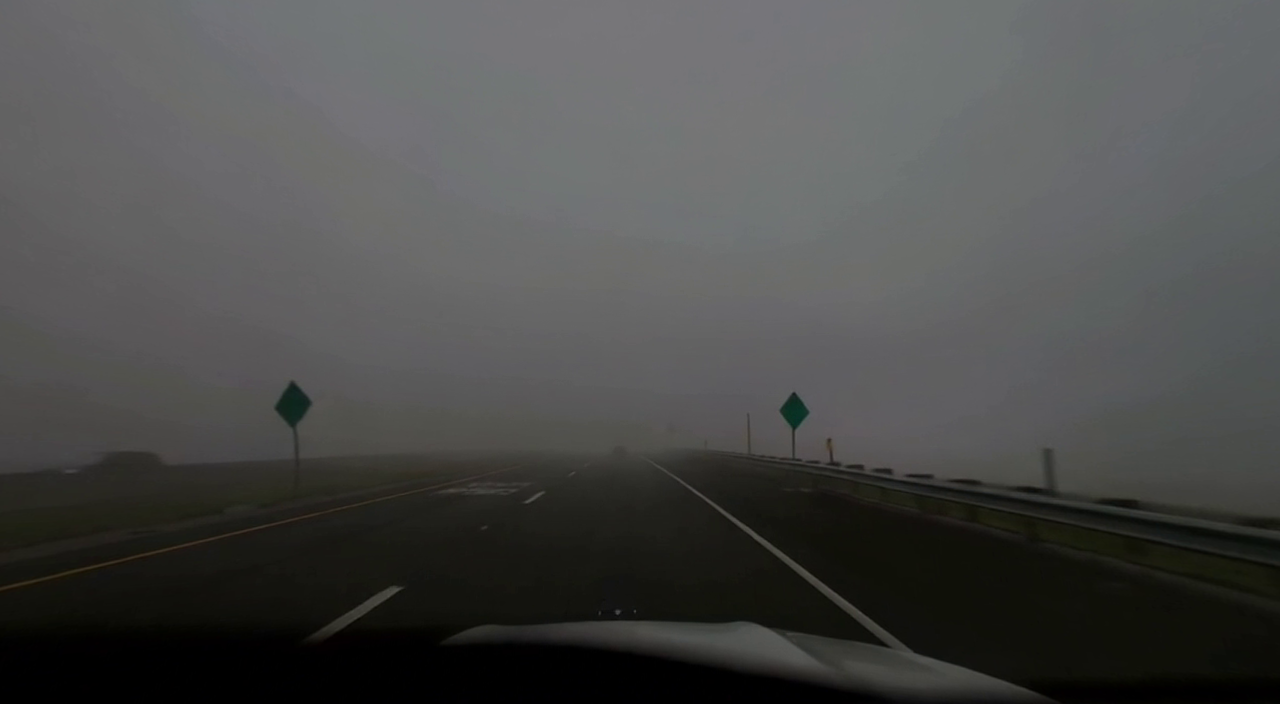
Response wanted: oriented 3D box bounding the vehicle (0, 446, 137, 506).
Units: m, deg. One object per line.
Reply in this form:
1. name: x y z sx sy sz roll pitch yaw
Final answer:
1. vehicle: -17.825 3.642 18.992 1.950 1.558 4.121 0 -8 -2
